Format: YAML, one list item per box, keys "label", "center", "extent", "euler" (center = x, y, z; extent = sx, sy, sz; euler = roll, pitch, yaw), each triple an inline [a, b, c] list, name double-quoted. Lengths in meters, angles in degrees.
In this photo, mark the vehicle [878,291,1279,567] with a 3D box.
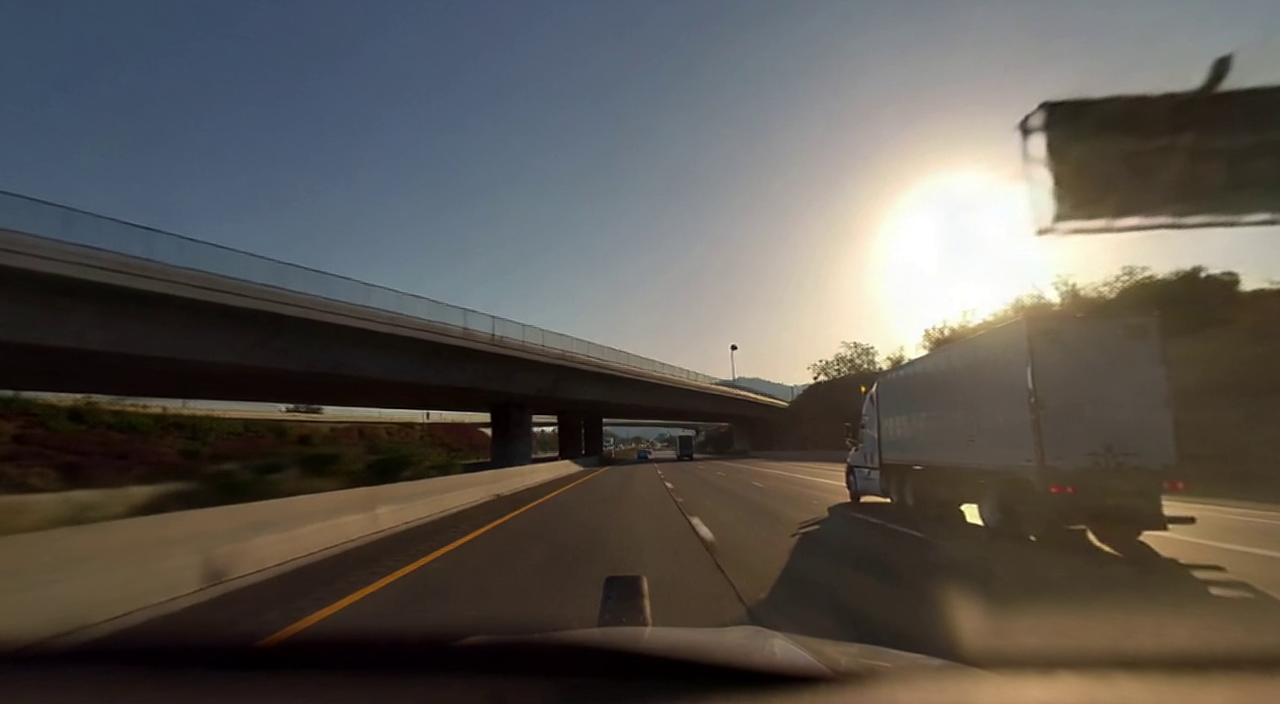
- label: "vehicle"
  center: [7.041, 1.425, 11.073]
  extent: [2.690, 3.197, 7.515]
  euler: [1, -9, 0]
